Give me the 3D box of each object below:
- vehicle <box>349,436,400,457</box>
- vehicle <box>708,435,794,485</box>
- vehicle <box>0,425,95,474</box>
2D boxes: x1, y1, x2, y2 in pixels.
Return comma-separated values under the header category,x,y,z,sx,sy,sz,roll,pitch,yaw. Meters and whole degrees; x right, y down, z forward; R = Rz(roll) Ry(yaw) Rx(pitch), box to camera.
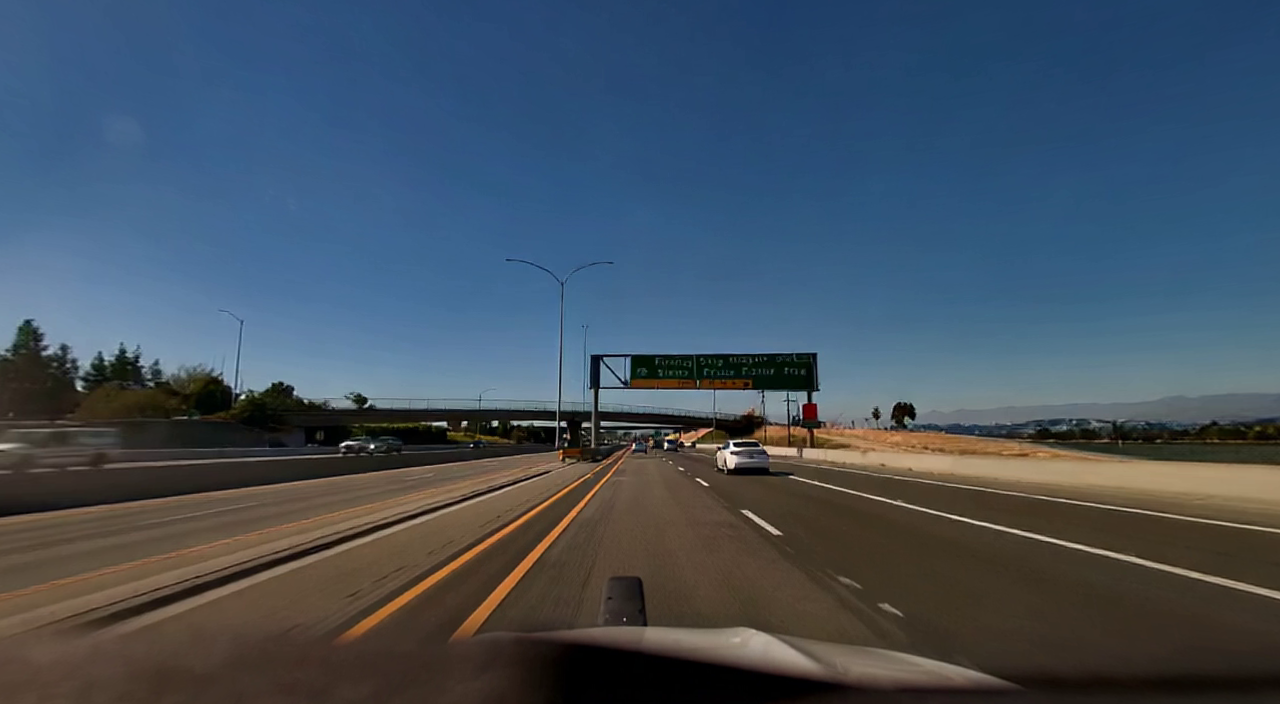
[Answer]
category,x,y,z,sx,sy,sz,roll,pitch,yaw
vehicle,-19.625,7.002,46.746,1.938,1.456,4.255,0,-8,0
vehicle,3.626,3.614,21.446,2.091,1.482,4.522,0,-8,0
vehicle,-20.050,3.094,20.086,1.787,1.459,3.907,0,-8,0
